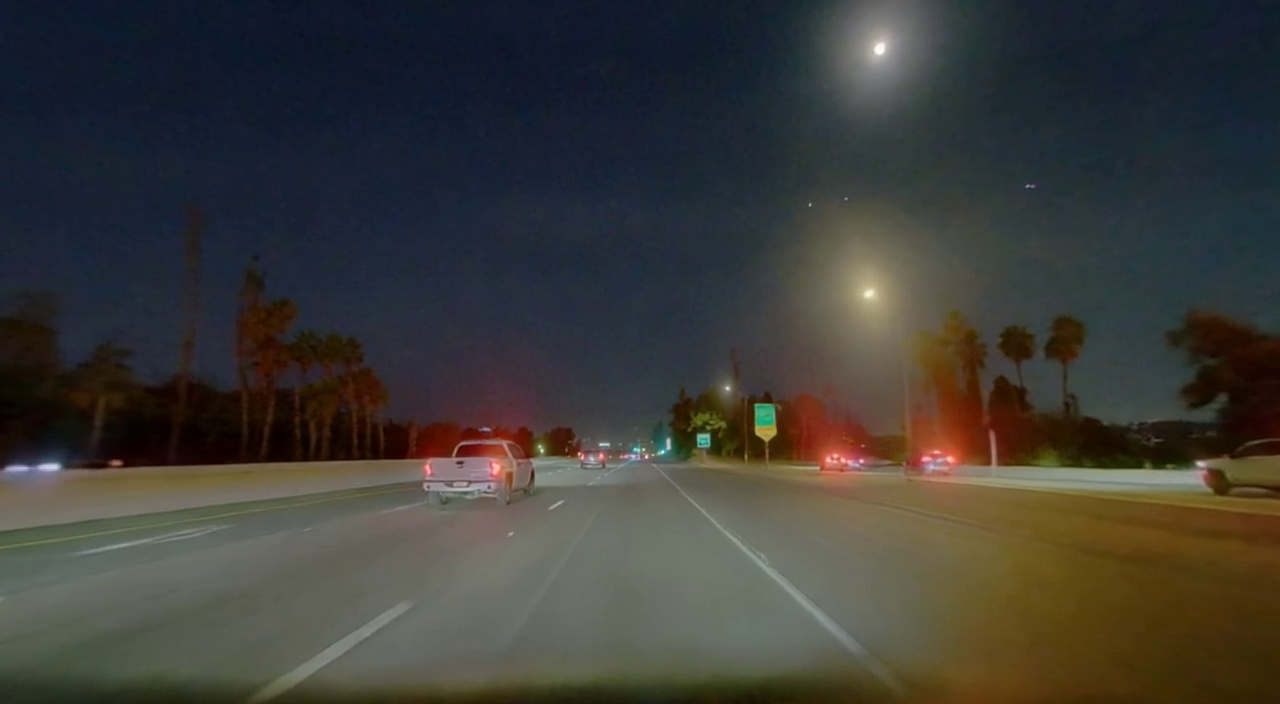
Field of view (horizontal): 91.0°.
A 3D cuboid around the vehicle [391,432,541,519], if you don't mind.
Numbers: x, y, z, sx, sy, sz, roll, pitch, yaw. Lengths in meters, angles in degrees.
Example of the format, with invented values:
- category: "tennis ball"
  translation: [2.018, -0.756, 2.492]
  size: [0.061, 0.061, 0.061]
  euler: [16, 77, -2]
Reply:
- category: "vehicle"
  translation: [-3.910, 2.865, 15.213]
  size: [2.162, 1.747, 4.791]
  euler: [0, -9, 1]

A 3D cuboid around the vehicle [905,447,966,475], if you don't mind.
- category: "vehicle"
  translation: [20.329, 7.504, 43.542]
  size: [2.033, 1.794, 5.116]
  euler: [-1, -9, 4]

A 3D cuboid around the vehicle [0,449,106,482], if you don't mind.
- category: "vehicle"
  translation: [-32.205, 6.156, 34.476]
  size: [1.786, 1.680, 4.588]
  euler: [0, -9, 2]
